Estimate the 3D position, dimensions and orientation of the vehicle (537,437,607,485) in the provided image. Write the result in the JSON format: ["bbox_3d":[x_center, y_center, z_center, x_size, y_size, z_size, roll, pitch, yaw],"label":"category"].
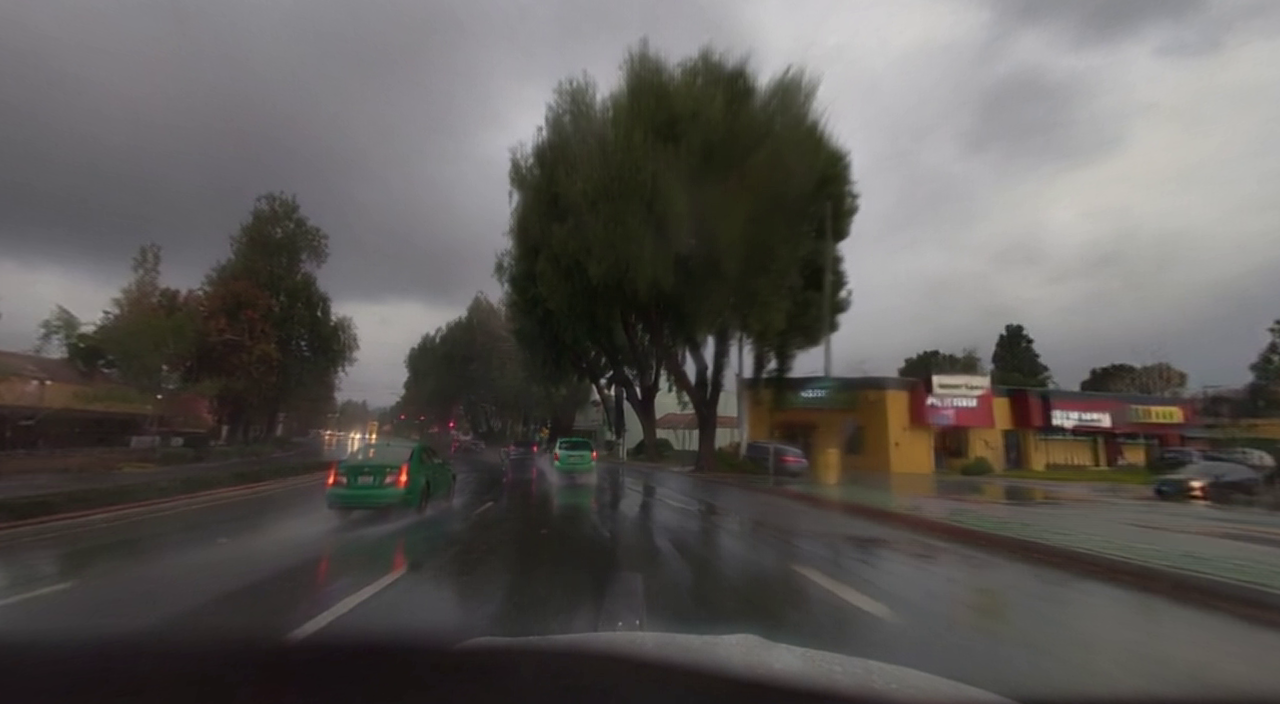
[{"bbox_3d":[-2.459,3.705,21.879,2.001,1.483,4.442,1,-8,-11],"label":"vehicle"}]

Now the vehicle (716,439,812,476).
[{"bbox_3d":[6.147,5.277,31.811,2.095,1.697,4.801,4,-9,-30],"label":"vehicle"}]

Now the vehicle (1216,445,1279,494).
[{"bbox_3d":[23.604,4.293,23.339,4.486,1.658,2.031,5,-10,-32],"label":"vehicle"}]

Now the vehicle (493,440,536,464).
[{"bbox_3d":[-8.027,6.316,40.008,1.920,1.416,4.310,3,-9,-22],"label":"vehicle"}]

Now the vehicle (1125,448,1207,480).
[{"bbox_3d":[27.246,5.750,32.580,4.378,1.445,2.084,5,-10,-35],"label":"vehicle"}]

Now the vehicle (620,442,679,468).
[{"bbox_3d":[0.545,6.597,40.423,1.952,1.547,4.091,5,-9,-31],"label":"vehicle"}]

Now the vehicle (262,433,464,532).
[{"bbox_3d":[-4.933,2.344,12.148,2.105,1.477,4.857,1,-8,-6],"label":"vehicle"}]
